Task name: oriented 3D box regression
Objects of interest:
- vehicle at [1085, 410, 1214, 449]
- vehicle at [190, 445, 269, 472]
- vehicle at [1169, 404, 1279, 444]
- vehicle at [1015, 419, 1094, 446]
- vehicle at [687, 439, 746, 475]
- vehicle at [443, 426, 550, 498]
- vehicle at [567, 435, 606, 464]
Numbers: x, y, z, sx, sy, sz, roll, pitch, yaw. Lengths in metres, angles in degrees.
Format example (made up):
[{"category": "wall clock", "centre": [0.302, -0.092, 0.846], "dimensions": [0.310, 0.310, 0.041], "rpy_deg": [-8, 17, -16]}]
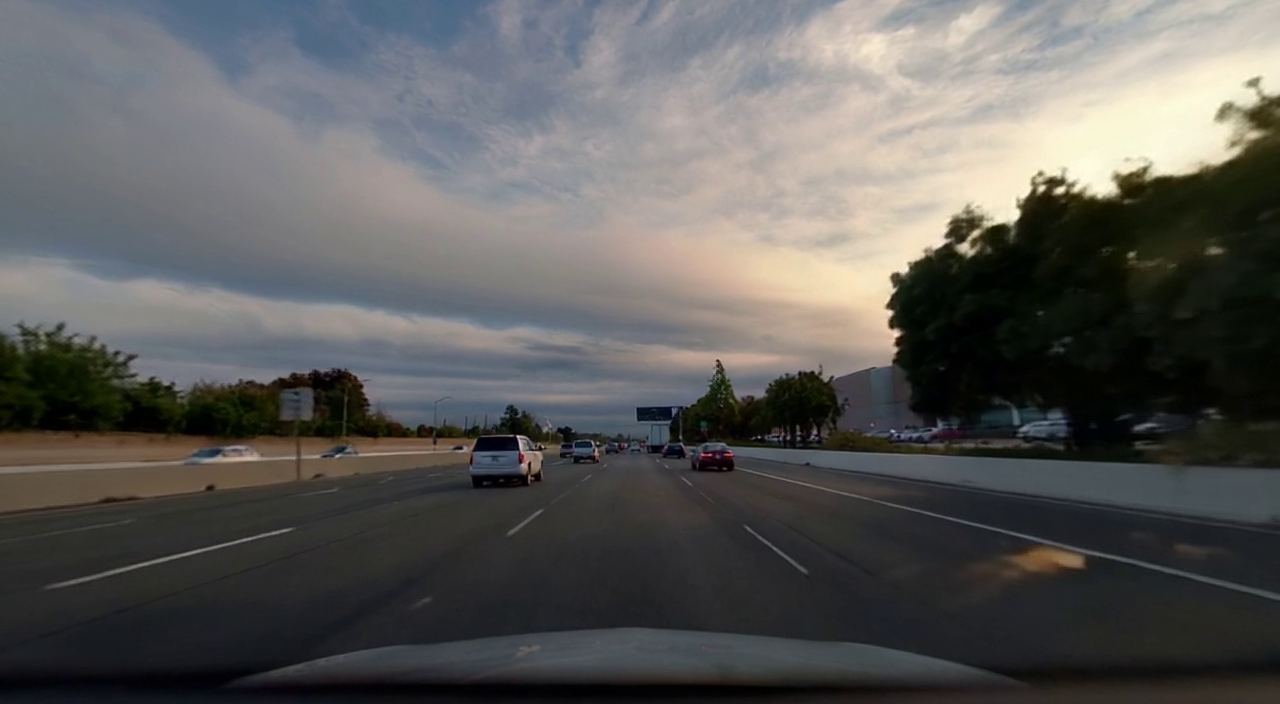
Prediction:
[{"category": "vehicle", "centre": [27.293, 4.276, 34.220], "dimensions": [1.959, 1.935, 5.851], "rpy_deg": [0, -8, -2]}, {"category": "vehicle", "centre": [-24.736, 6.430, 38.273], "dimensions": [1.872, 1.512, 4.405], "rpy_deg": [0, -8, 0]}, {"category": "vehicle", "centre": [32.438, 4.028, 34.543], "dimensions": [2.062, 1.924, 5.623], "rpy_deg": [-1, -9, -1]}, {"category": "vehicle", "centre": [32.363, 6.373, 49.565], "dimensions": [2.133, 1.930, 5.924], "rpy_deg": [-1, -9, 0]}, {"category": "vehicle", "centre": [3.388, 4.778, 28.955], "dimensions": [1.957, 1.510, 4.643], "rpy_deg": [0, -8, -2]}, {"category": "vehicle", "centre": [-3.882, 3.062, 17.991], "dimensions": [1.987, 1.765, 4.508], "rpy_deg": [0, -8, 0]}, {"category": "vehicle", "centre": [-3.893, 7.196, 46.663], "dimensions": [2.410, 1.981, 5.355], "rpy_deg": [0, -8, 0]}]
